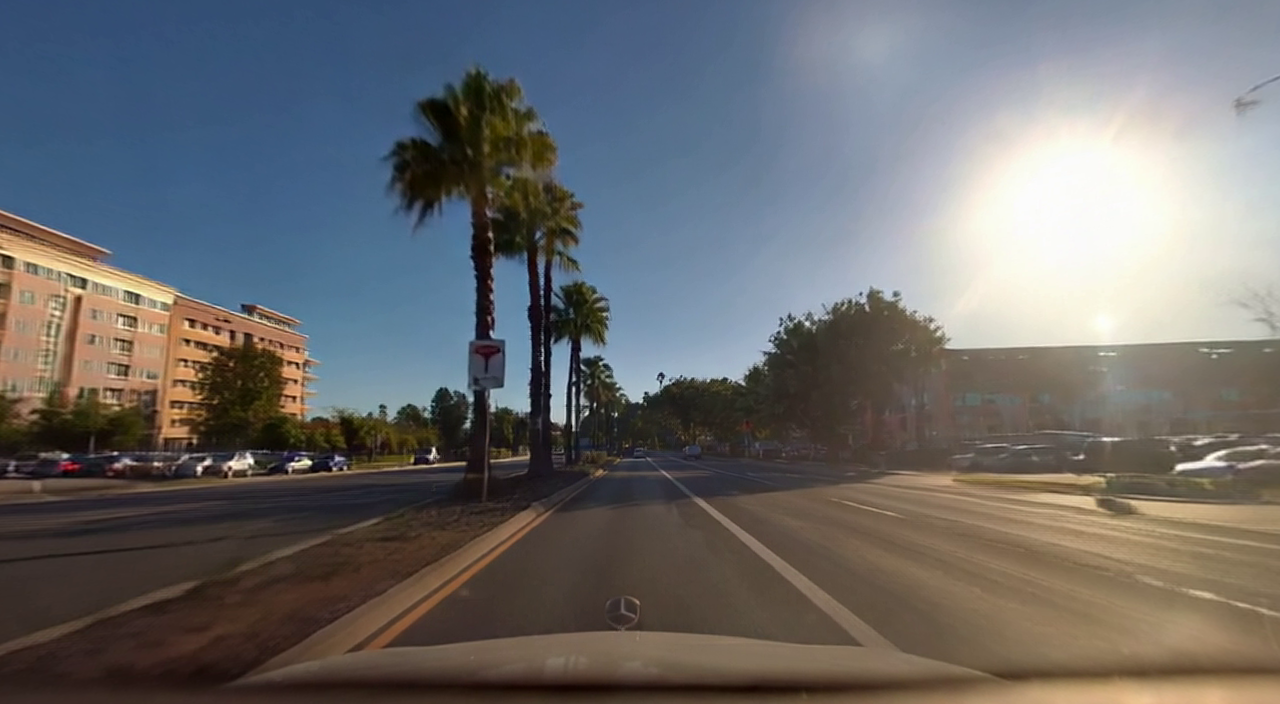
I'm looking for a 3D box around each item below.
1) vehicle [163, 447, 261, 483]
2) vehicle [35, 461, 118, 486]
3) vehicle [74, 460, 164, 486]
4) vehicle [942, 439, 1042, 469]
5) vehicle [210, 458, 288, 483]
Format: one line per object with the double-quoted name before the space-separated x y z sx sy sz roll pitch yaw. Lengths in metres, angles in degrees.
"vehicle" -28.538 7.505 42.309 2.333 2.153 6.030 0 -8 -1
"vehicle" -37.312 8.021 41.785 1.870 1.477 3.984 0 -8 -1
"vehicle" -34.729 8.070 42.182 1.961 1.486 4.946 0 -8 -3
"vehicle" 20.249 5.886 36.301 4.472 1.521 2.090 -1 -10 -2
"vehicle" -25.696 7.794 41.600 1.970 1.446 4.674 -3 -10 4
